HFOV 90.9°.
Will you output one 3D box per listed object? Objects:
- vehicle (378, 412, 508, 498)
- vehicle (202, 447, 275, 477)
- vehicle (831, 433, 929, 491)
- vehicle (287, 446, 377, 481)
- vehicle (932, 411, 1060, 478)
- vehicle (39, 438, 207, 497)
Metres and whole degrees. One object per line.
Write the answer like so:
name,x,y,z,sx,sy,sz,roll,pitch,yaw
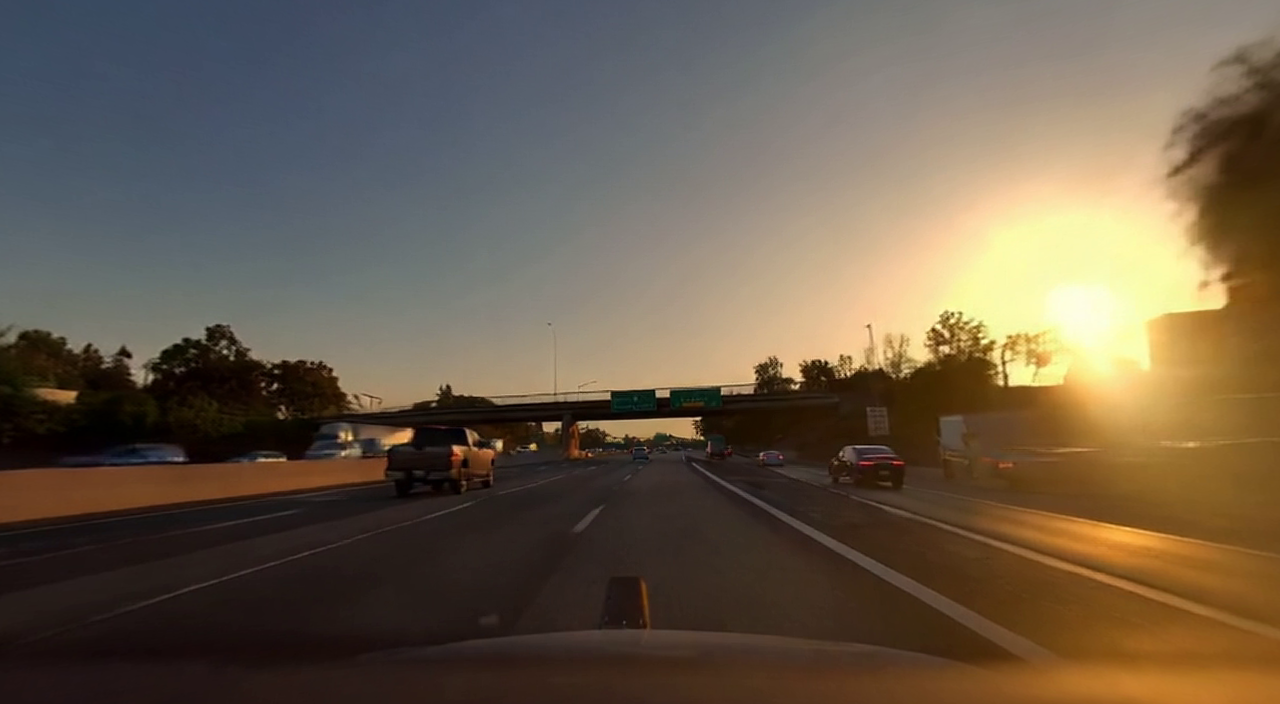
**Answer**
vehicle,-6.065,3.246,20.278,2.264,2.379,5.248,0,-8,2
vehicle,-28.174,7.701,44.487,1.979,1.986,4.959,0,-8,-1
vehicle,8.746,4.022,23.470,2.146,1.929,4.388,-1,-8,4
vehicle,-15.347,5.562,31.773,2.049,1.564,4.596,0,-8,3
vehicle,20.947,5.552,37.905,3.022,3.547,8.645,-1,-8,4
vehicle,-19.700,4.381,24.449,2.131,2.035,4.986,0,-8,2
